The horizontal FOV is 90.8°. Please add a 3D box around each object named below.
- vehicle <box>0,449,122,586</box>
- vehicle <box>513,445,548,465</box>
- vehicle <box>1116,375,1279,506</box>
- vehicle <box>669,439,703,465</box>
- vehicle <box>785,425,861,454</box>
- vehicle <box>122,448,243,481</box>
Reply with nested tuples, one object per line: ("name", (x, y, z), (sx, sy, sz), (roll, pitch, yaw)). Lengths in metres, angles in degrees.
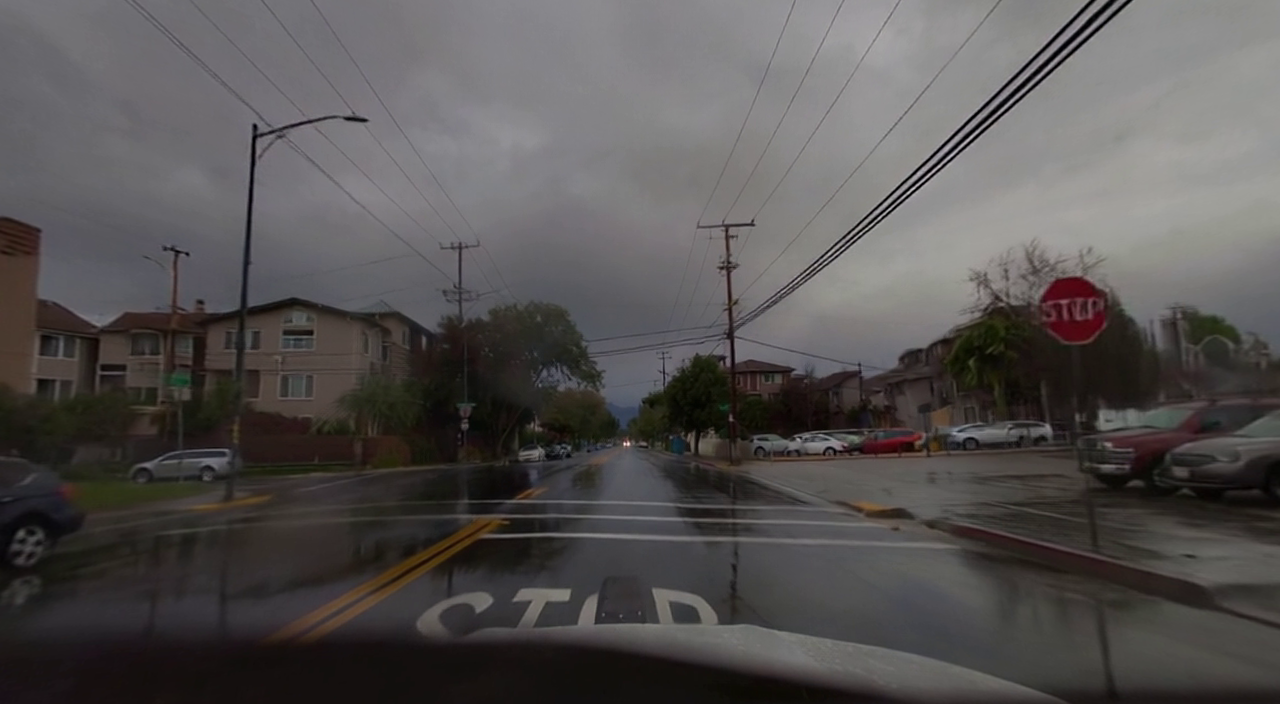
("vehicle", (-8.109, 1.762, 6.291), (2.018, 1.493, 4.693), (-1, -8, -2))
("vehicle", (-8.515, 8.065, 49.561), (2.066, 1.472, 4.353), (0, -8, -1))
("vehicle", (10.988, 1.412, 10.201), (4.911, 1.871, 2.063), (0, -8, -3))
("vehicle", (3.265, 7.207, 45.520), (1.993, 1.755, 4.256), (0, -8, -2))
("vehicle", (11.294, 5.410, 38.912), (4.509, 1.664, 1.981), (6, -10, -34))
("vehicle", (-22.228, 5.466, 30.823), (4.424, 1.486, 1.814), (0, -8, -2))
